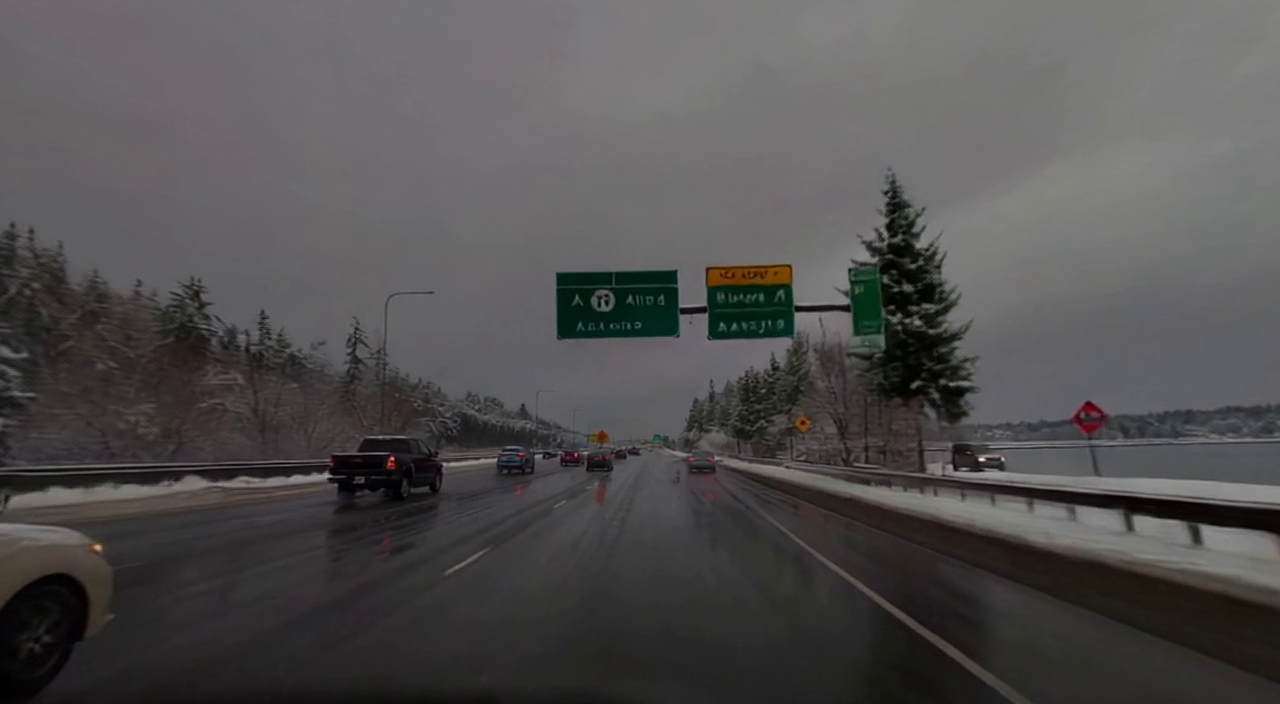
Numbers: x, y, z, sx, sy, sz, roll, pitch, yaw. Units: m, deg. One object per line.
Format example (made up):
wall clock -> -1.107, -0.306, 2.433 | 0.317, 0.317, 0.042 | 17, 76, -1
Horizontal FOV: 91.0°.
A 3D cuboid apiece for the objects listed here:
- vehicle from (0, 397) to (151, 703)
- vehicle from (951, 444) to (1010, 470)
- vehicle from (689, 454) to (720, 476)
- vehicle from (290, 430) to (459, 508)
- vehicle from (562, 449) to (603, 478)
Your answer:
vehicle -> -3.983, 0.764, 1.433 | 2.027, 1.547, 4.511 | 0, -9, 1
vehicle -> 22.781, 7.001, 42.334 | 1.883, 1.596, 5.181 | -1, -9, 10
vehicle -> 4.759, 8.384, 46.985 | 2.153, 1.510, 4.646 | 0, -9, 4
vehicle -> -7.336, 3.292, 18.314 | 2.250, 1.870, 5.647 | 0, -9, 2
vehicle -> -3.621, 7.131, 40.626 | 2.132, 1.708, 4.571 | 0, -9, 1
